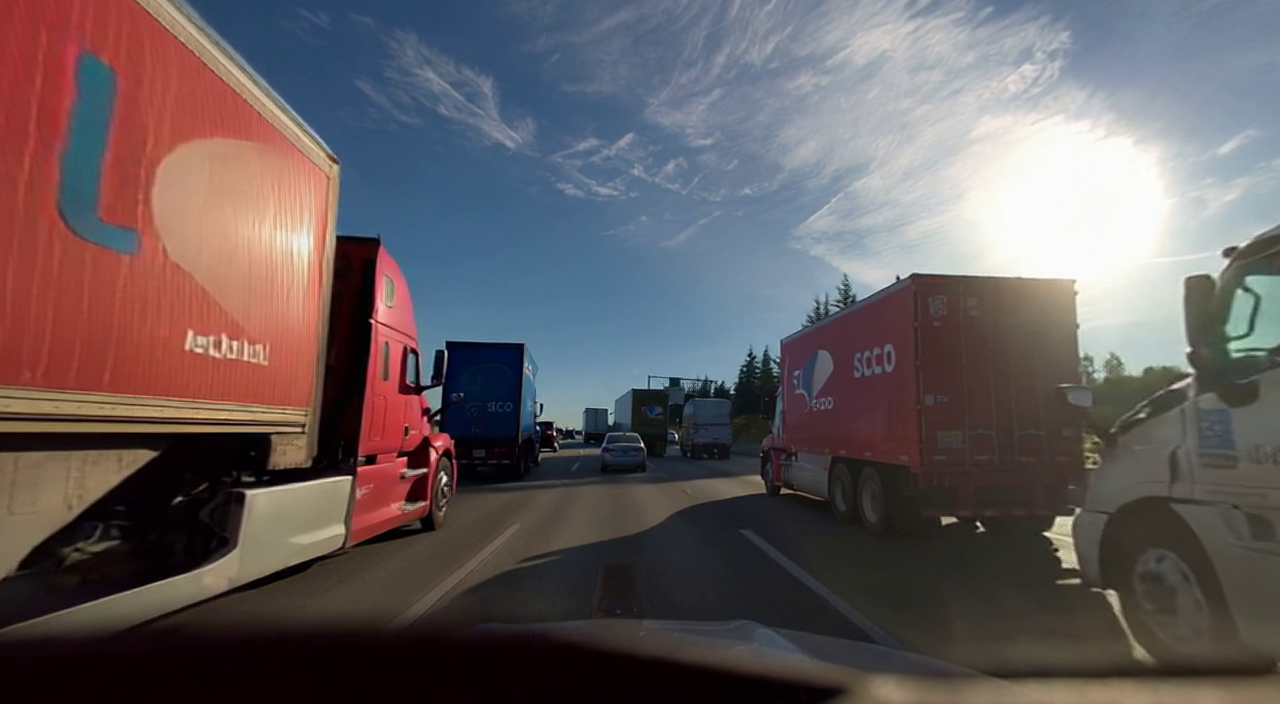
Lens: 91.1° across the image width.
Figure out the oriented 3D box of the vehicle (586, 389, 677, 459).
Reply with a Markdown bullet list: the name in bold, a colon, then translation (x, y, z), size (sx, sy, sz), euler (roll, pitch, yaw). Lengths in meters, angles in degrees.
- **vehicle**: translation (-1.046, 5.156, 44.068), size (2.899, 4.112, 13.912), euler (2, -8, -15)

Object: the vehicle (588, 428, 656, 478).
- **vehicle**: translation (-0.728, 3.432, 21.749), size (2.060, 1.540, 4.374), euler (1, -8, -5)

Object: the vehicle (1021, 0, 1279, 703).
- **vehicle**: translation (5.281, -0.363, 2.223), size (2.992, 3.986, 5.841), euler (3, -8, -21)

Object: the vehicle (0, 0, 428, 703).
- **vehicle**: translation (-3.706, -0.190, 2.568), size (2.822, 3.788, 8.799), euler (0, -8, -2)
